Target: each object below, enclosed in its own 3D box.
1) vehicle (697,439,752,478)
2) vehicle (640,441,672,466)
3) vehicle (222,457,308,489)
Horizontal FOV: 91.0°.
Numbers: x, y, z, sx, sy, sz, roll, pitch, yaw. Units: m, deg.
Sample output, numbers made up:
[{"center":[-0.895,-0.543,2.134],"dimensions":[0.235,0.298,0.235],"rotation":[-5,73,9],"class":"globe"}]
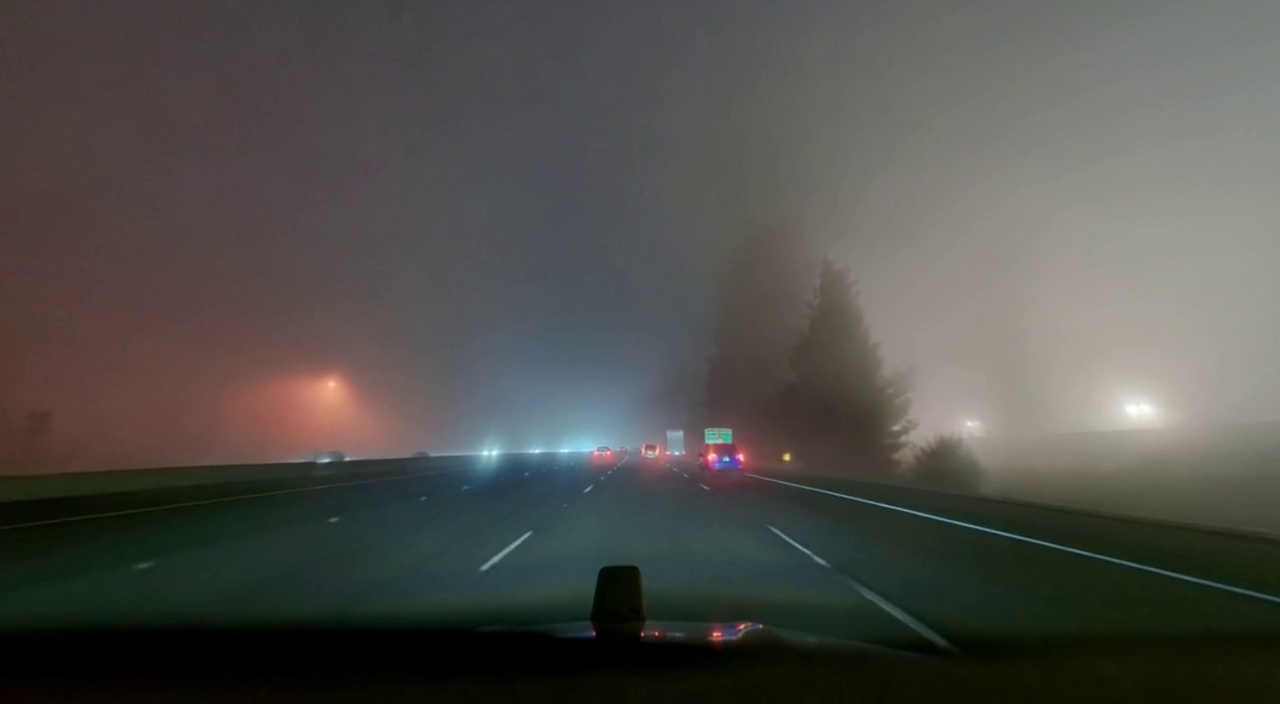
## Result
[{"center":[4.040,5.165,30.729],"dimensions":[2.082,1.720,4.393],"rotation":[1,-9,0],"class":"vehicle"},{"center":[1.155,7.599,47.202],"dimensions":[2.205,1.785,4.423],"rotation":[1,-9,0],"class":"vehicle"},{"center":[-21.272,6.854,35.943],"dimensions":[1.970,1.553,4.519],"rotation":[0,-9,2],"class":"vehicle"}]
